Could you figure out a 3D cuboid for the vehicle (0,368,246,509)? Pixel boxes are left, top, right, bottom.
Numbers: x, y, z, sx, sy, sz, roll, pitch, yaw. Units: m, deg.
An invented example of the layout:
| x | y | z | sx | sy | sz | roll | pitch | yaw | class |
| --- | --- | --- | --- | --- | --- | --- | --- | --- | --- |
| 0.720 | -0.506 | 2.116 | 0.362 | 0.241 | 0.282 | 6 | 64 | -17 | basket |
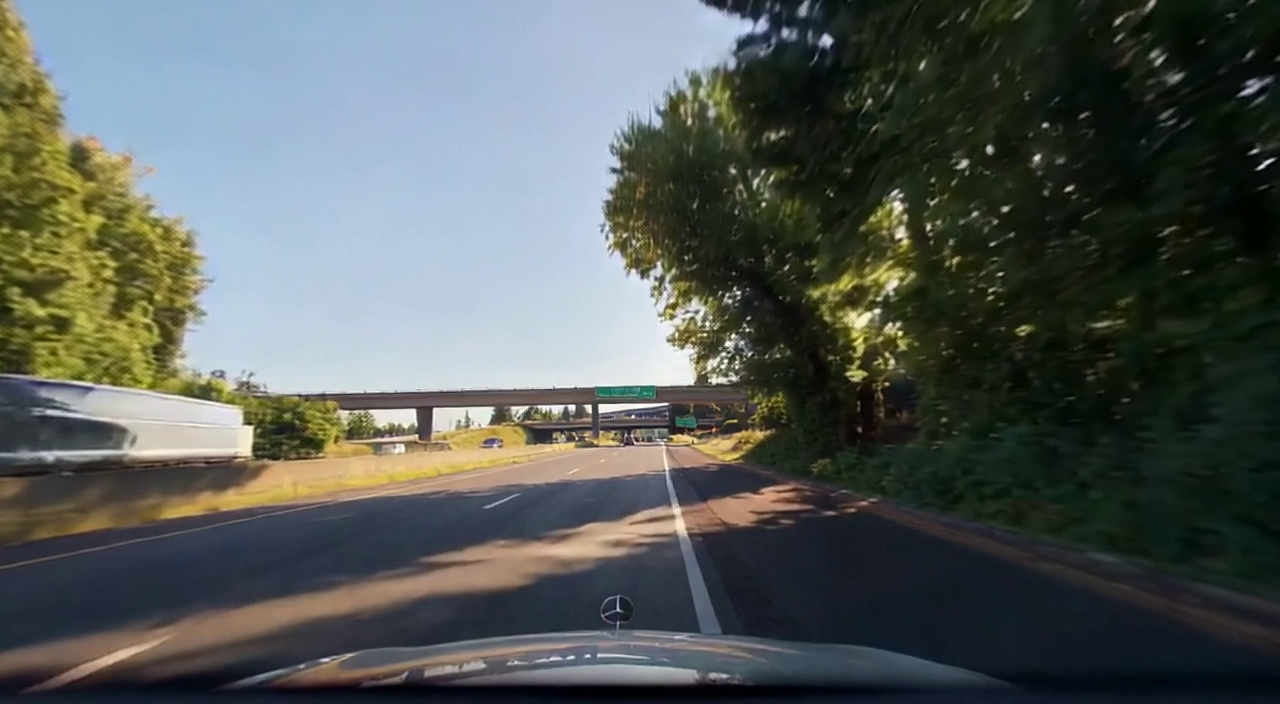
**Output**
| x | y | z | sx | sy | sz | roll | pitch | yaw | class |
| --- | --- | --- | --- | --- | --- | --- | --- | --- | --- |
| -16.757 | 2.543 | 18.416 | 3.161 | 3.320 | 10.997 | 0 | -8 | 1 | vehicle |
